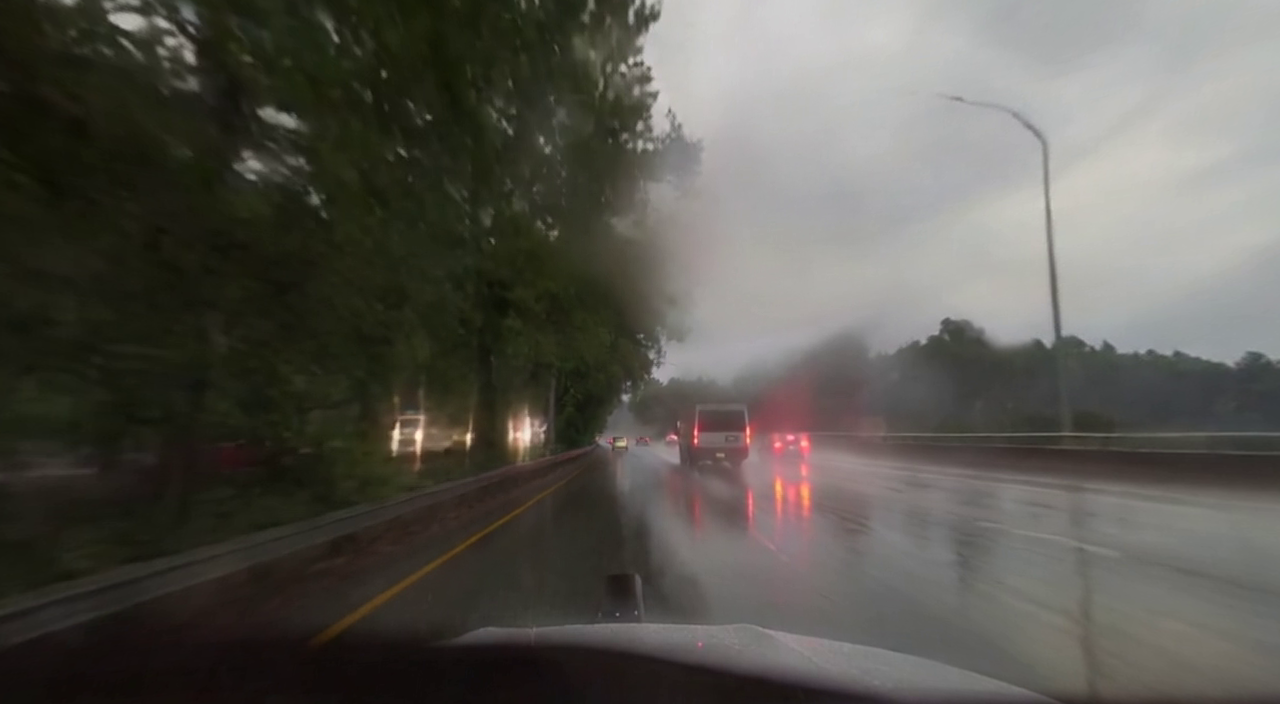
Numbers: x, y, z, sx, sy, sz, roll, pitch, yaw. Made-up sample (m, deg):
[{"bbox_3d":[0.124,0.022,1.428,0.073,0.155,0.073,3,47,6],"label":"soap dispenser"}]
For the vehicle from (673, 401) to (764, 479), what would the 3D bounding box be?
[{"bbox_3d":[2.711,3.231,23.384,2.436,2.521,5.409,0,-8,-2],"label":"vehicle"}]

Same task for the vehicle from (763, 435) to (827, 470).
[{"bbox_3d":[6.889,4.474,28.388,1.821,1.468,3.805,0,-8,-2],"label":"vehicle"}]
